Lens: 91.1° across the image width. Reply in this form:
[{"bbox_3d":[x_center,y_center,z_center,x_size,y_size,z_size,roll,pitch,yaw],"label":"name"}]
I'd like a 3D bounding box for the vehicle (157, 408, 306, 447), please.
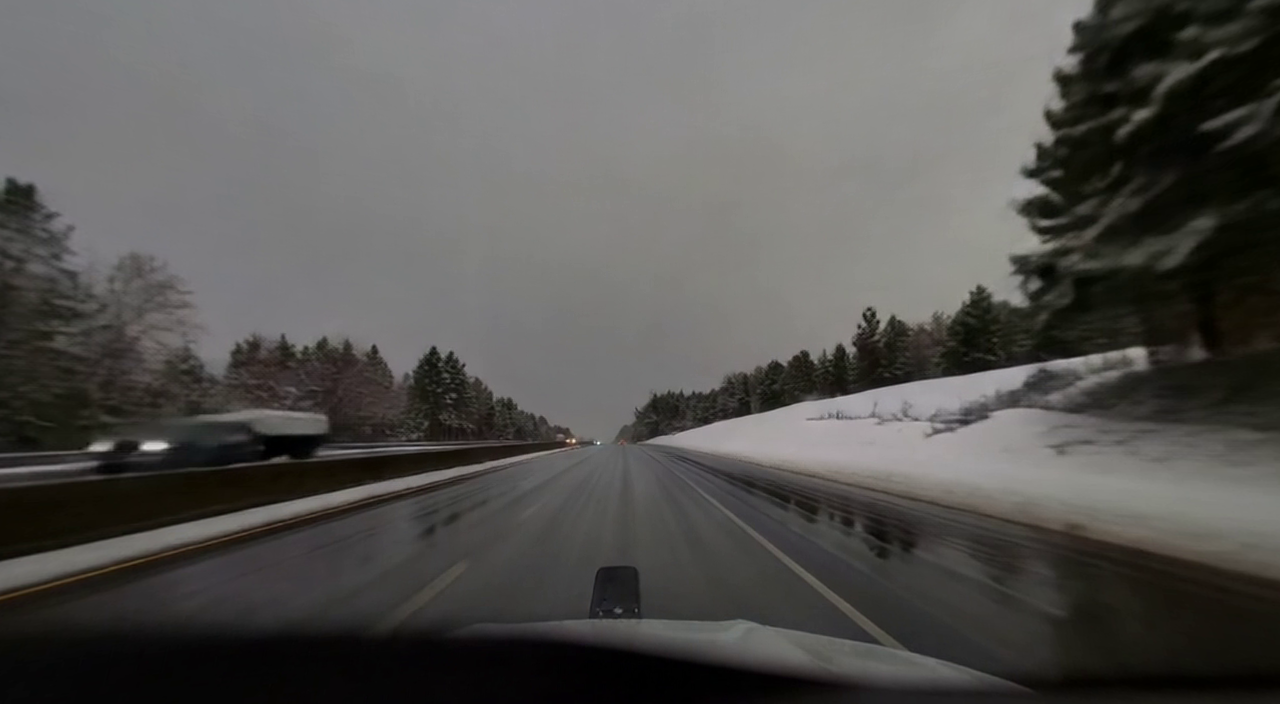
[{"bbox_3d":[-14.618,2.802,22.981,2.098,1.266,5.061,0,-8,0],"label":"vehicle"}]

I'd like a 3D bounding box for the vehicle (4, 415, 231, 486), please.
[{"bbox_3d":[-14.508,2.757,17.978,2.449,1.764,4.695,0,-8,-1],"label":"vehicle"}]
